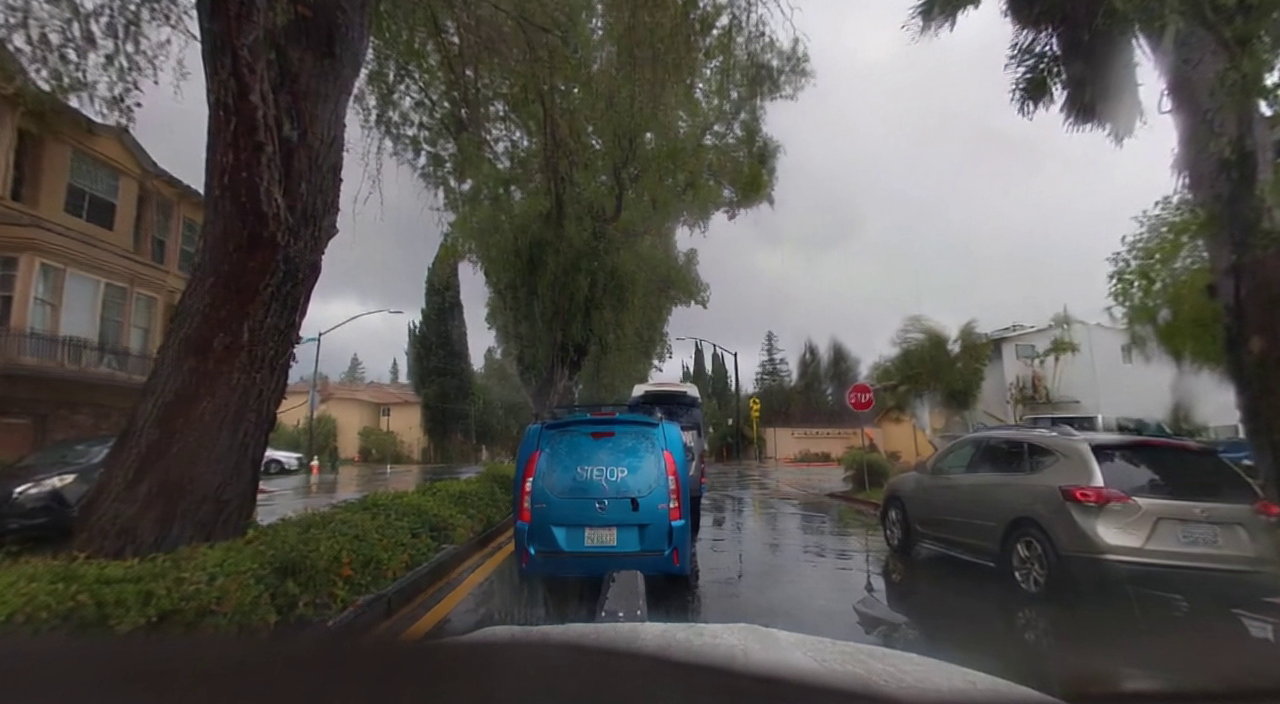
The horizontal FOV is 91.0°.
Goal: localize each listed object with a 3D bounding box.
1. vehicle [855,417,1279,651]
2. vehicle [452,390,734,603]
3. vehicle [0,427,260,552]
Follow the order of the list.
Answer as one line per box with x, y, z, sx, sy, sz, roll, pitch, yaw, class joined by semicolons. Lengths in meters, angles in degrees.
4.220;1.680;6.906;1.959;1.581;4.731;4;-9;-2;vehicle
-0.406;1.563;7.728;2.377;1.787;4.652;0;-8;0;vehicle
-8.291;2.020;10.054;1.825;1.532;4.083;-3;-7;2;vehicle
